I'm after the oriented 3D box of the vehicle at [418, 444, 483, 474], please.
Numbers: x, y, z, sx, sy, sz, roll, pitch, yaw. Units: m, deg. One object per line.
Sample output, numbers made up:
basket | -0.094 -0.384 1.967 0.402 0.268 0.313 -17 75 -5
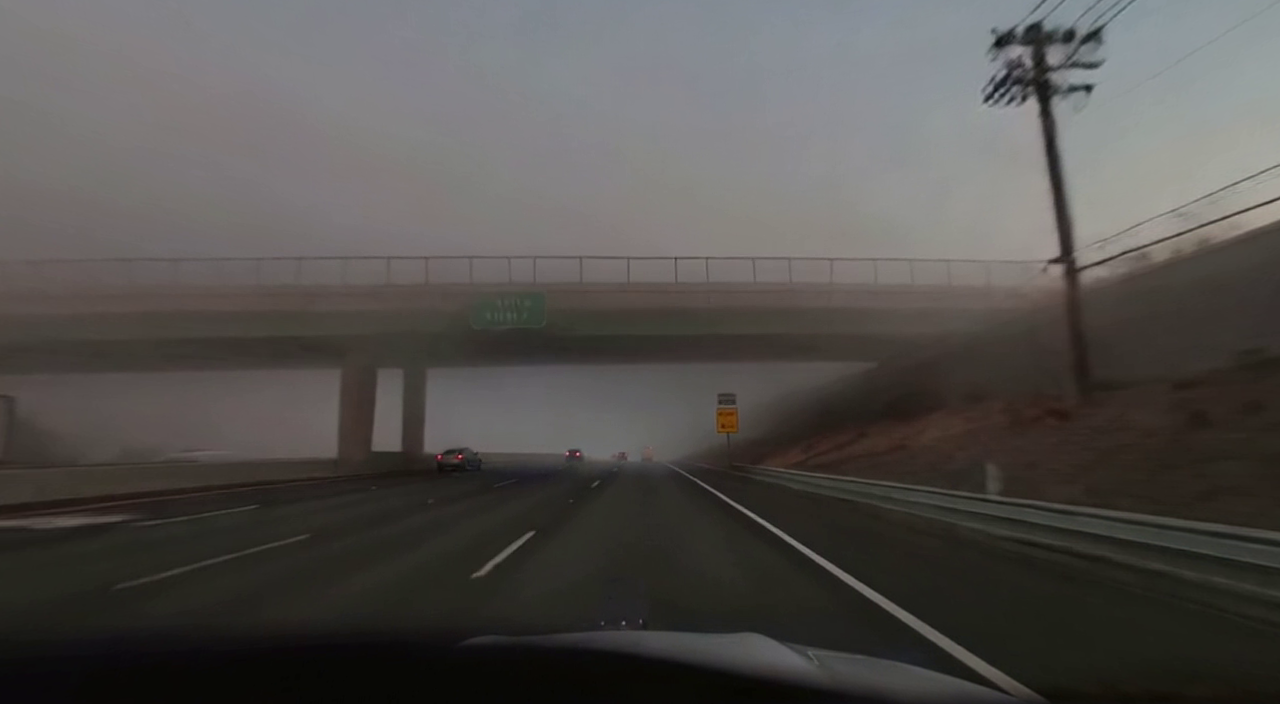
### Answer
vehicle | -10.127 5.740 34.041 2.056 1.476 4.562 -1 -8 1
